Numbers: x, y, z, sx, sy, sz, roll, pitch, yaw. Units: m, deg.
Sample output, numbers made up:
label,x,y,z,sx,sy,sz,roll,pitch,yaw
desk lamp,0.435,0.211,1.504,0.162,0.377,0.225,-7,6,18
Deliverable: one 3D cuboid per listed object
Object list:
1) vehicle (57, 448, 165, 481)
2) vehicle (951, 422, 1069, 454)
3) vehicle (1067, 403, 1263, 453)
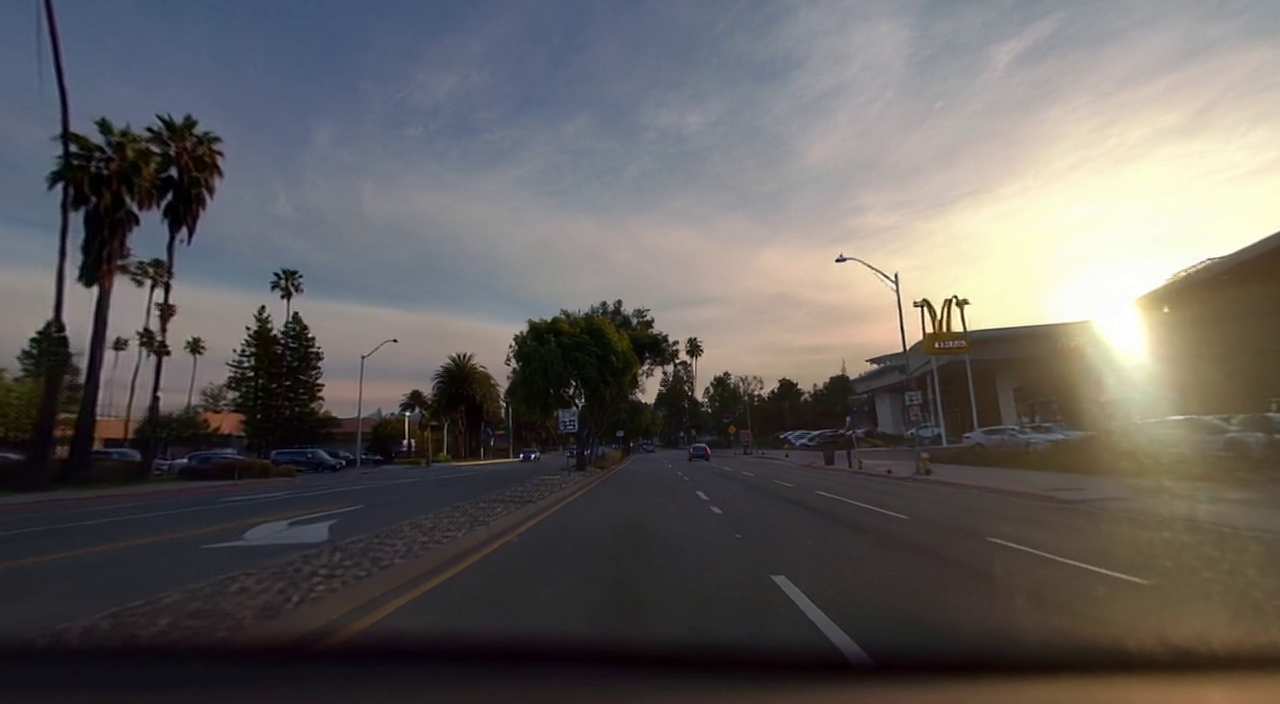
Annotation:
label,x,y,z,sx,sy,sz,roll,pitch,yaw
vehicle,-27.864,5.901,33.408,2.067,1.563,4.043,-1,-8,4
vehicle,18.654,4.353,31.945,4.691,1.545,1.900,-1,-8,4
vehicle,19.228,2.855,23.333,5.123,1.730,2.183,-1,-8,3
